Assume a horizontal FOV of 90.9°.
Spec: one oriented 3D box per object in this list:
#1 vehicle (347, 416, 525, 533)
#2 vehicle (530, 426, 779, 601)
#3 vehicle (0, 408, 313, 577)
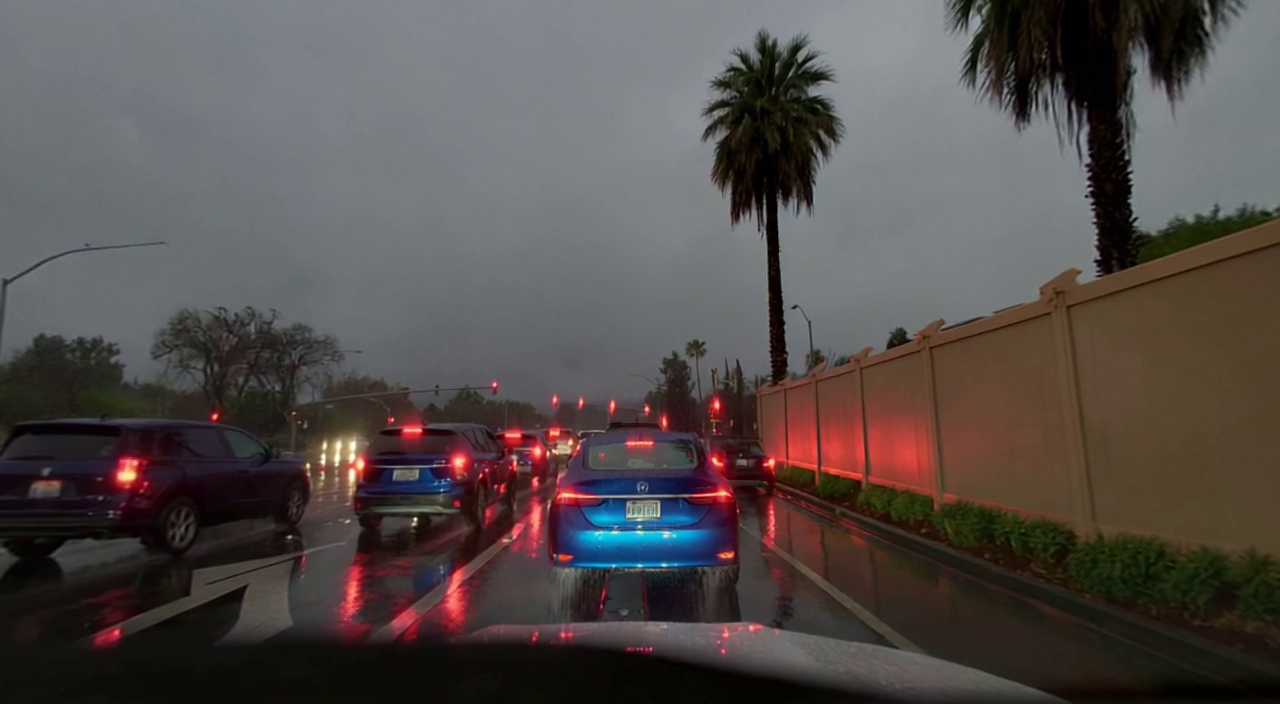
[{"bbox_3d":[-3.452,2.149,11.636,2.007,1.746,4.136,0,-8,-2],"label":"vehicle"},{"bbox_3d":[0.064,1.697,7.600,2.128,1.473,4.272,0,-8,-2],"label":"vehicle"},{"bbox_3d":[-6.681,1.770,8.751,1.963,1.721,4.467,0,-8,-2],"label":"vehicle"}]
